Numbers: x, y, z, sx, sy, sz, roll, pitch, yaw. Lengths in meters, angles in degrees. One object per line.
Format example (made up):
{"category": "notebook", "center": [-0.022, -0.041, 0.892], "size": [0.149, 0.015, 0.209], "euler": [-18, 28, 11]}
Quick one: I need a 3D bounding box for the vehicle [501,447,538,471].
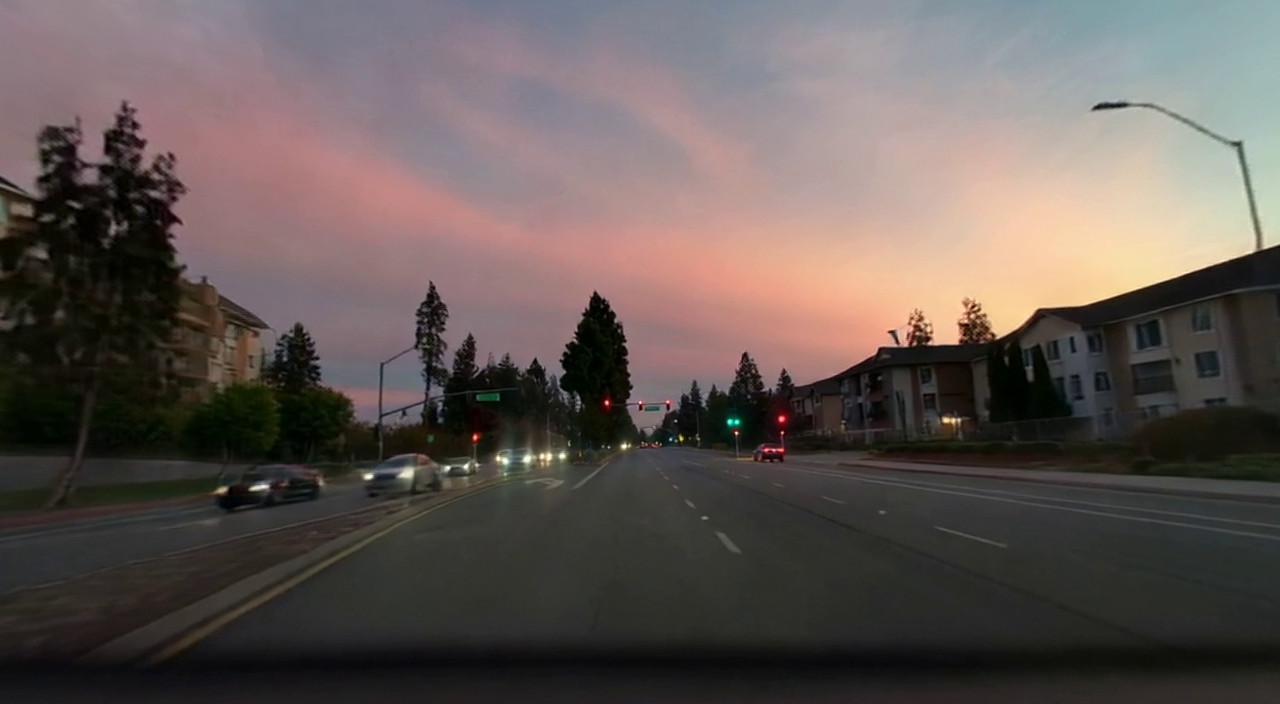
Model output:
{"category": "vehicle", "center": [-9.358, 8.326, 49.300], "size": [2.035, 1.711, 4.463], "euler": [0, -9, -1]}

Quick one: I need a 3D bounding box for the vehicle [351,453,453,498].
{"category": "vehicle", "center": [-8.788, 4.573, 23.847], "size": [2.140, 1.460, 4.449], "euler": [0, -9, 0]}

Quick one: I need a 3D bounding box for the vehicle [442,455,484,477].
{"category": "vehicle", "center": [-12.150, 7.863, 43.663], "size": [1.880, 1.344, 3.782], "euler": [0, -8, -2]}

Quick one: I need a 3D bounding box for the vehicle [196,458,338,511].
{"category": "vehicle", "center": [-12.309, 4.367, 21.274], "size": [1.973, 1.485, 4.616], "euler": [0, -9, 0]}
